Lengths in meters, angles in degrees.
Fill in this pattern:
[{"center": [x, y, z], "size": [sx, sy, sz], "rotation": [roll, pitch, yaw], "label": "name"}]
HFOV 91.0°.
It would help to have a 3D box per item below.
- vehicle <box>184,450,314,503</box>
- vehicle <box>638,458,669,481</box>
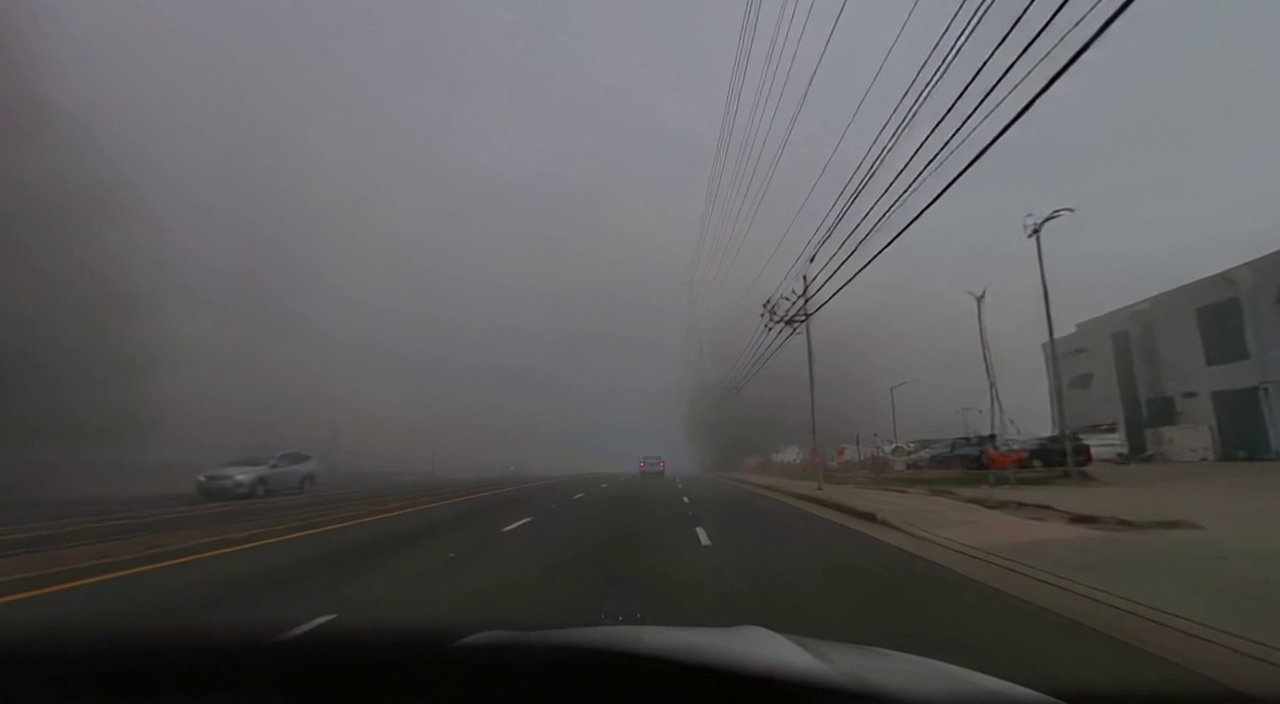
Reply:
[{"center": [-14.082, 4.469, 23.004], "size": [1.942, 1.710, 4.167], "rotation": [-1, -9, 2], "label": "vehicle"}, {"center": [1.012, 8.420, 45.273], "size": [2.114, 1.492, 4.453], "rotation": [0, -9, 2], "label": "vehicle"}]
